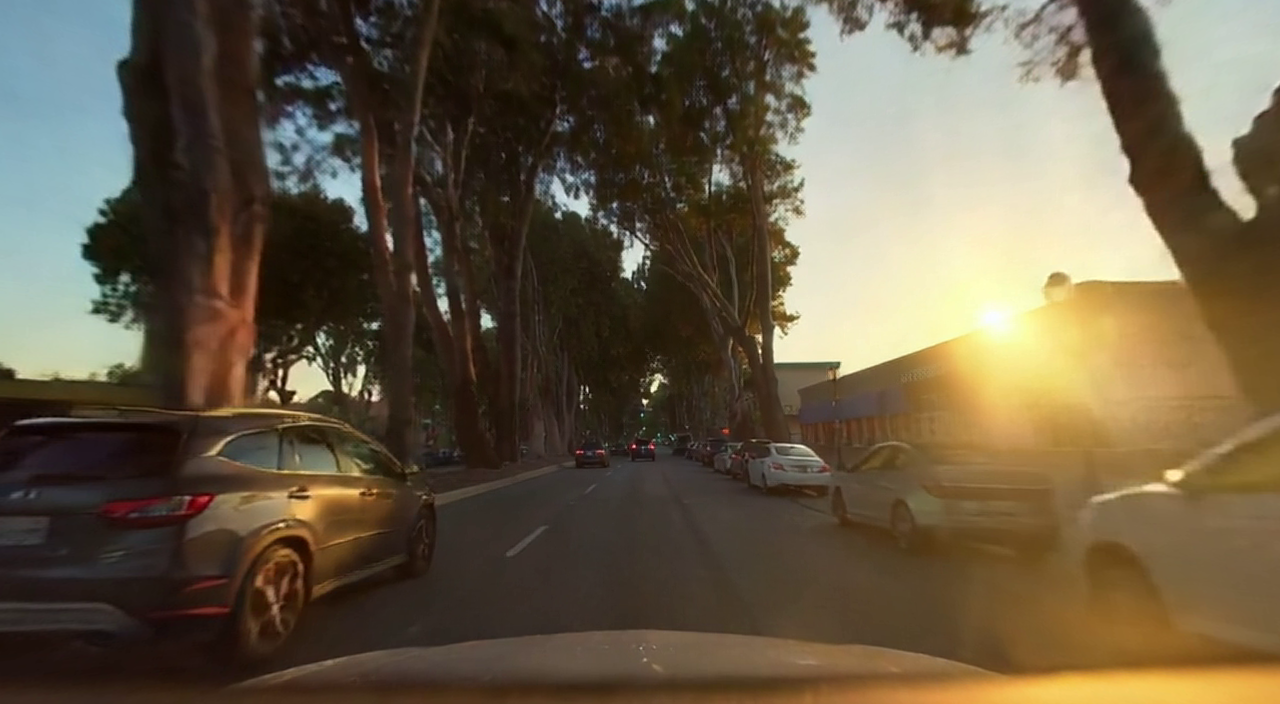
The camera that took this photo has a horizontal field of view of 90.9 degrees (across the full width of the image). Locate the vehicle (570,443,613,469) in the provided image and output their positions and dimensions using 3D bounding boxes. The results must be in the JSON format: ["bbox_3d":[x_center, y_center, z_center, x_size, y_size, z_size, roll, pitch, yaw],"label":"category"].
[{"bbox_3d":[-2.845,6.230,38.040,2.151,1.484,4.468,0,-8,1],"label":"vehicle"}]

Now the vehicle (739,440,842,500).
[{"bbox_3d":[4.236,3.369,18.471,1.887,1.517,4.257,0,-8,-1],"label":"vehicle"}]

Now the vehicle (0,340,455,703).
[{"bbox_3d":[-3.216,1.144,4.620,2.186,1.708,4.746,0,-8,1],"label":"vehicle"}]

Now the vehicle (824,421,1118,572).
[{"bbox_3d":[4.325,1.927,9.186,1.940,1.669,4.142,0,-8,-1],"label":"vehicle"}]

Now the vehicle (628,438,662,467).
[{"bbox_3d":[0.315,6.528,41.096,2.075,1.770,4.018,0,-8,0],"label":"vehicle"}]

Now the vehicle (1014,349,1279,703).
[{"bbox_3d":[4.131,0.850,2.709,2.068,1.809,4.889,0,-8,1],"label":"vehicle"}]
